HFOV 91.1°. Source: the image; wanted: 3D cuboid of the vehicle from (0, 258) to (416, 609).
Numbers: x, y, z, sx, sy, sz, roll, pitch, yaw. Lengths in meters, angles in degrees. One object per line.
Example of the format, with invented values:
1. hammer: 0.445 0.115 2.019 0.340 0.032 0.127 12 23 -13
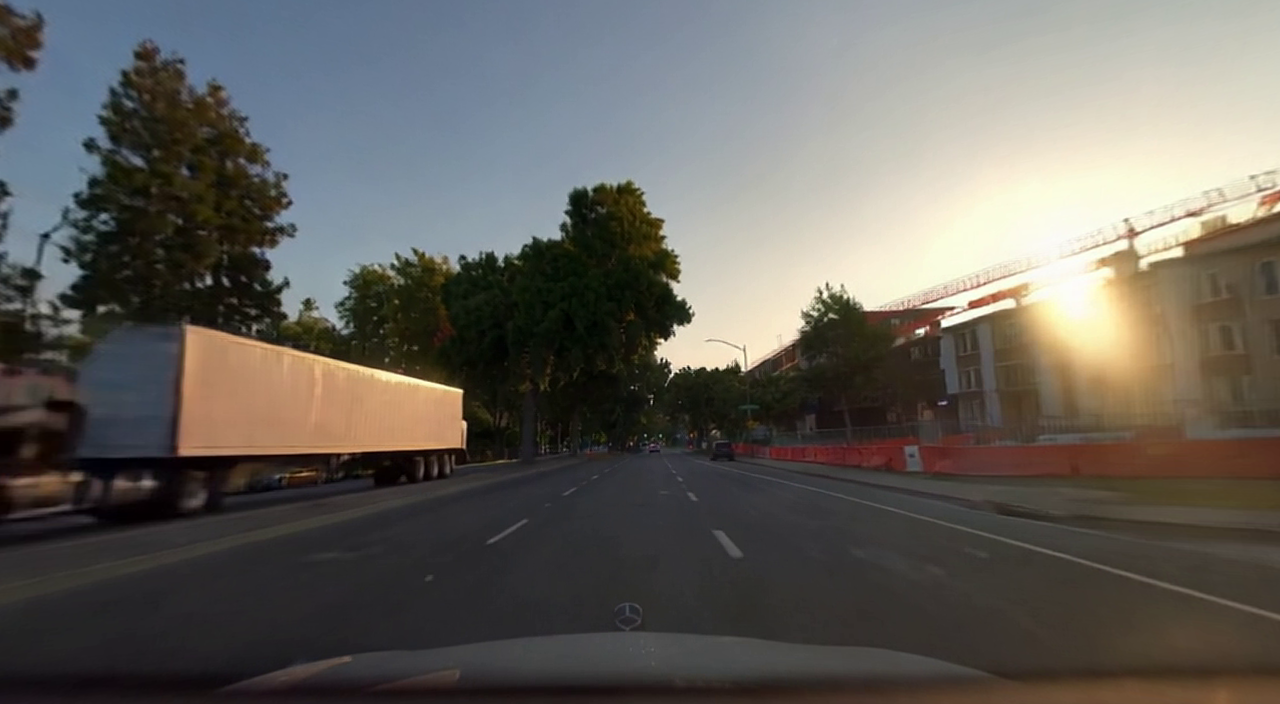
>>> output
1. vehicle: -7.398 1.475 11.168 3.032 3.524 9.640 -1 -8 2
